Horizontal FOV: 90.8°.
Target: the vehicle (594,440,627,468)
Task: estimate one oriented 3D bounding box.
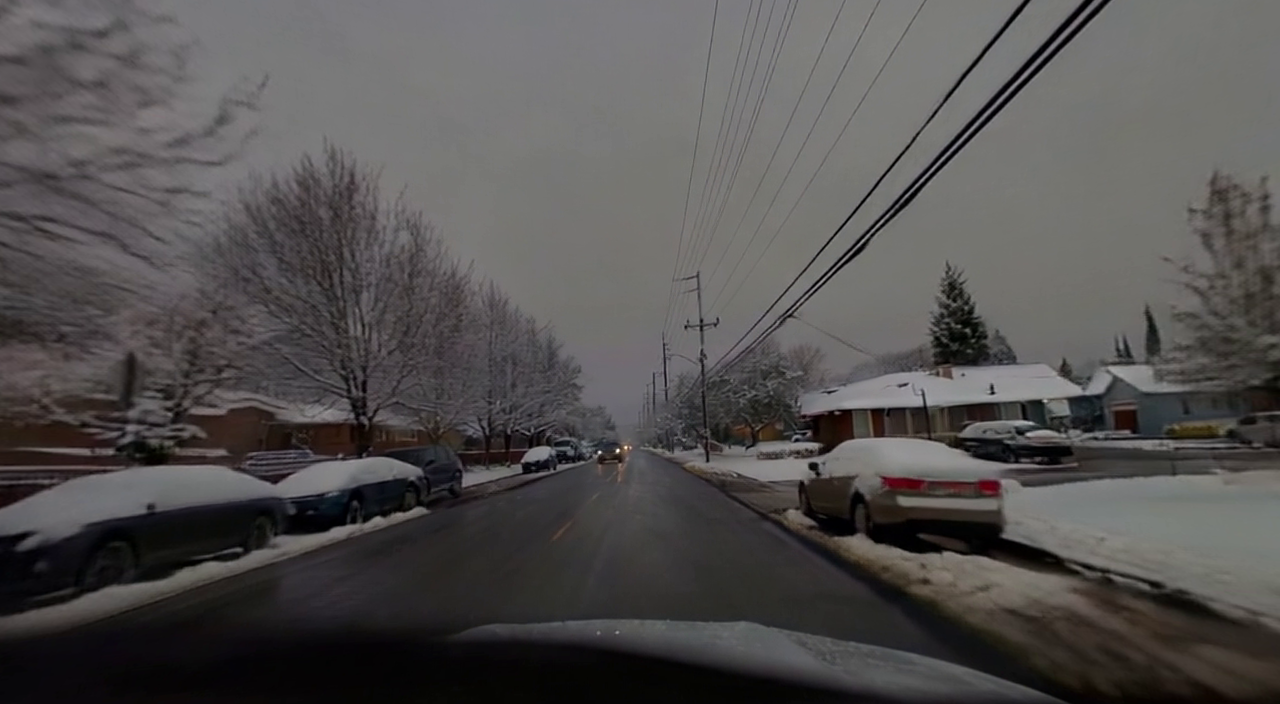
[{"bbox_3d":[-2.257,8.009,49.709,2.154,2.051,4.571,-2,-9,3],"label":"vehicle"}]

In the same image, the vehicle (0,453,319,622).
[{"bbox_3d":[-6.111,2.137,8.191,1.813,1.447,4.437,-4,-8,-3],"label":"vehicle"}]

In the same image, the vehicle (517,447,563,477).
[{"bbox_3d":[-6.152,6.787,39.339,2.055,1.666,4.168,-2,-9,1],"label":"vehicle"}]

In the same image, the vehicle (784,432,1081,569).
[{"bbox_3d":[3.778,2.004,9.436,2.108,1.493,4.878,0,-9,0],"label":"vehicle"}]

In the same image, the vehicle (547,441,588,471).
[{"bbox_3d":[-5.669,8.197,49.936,2.200,2.052,5.675,-4,-9,2],"label":"vehicle"}]
